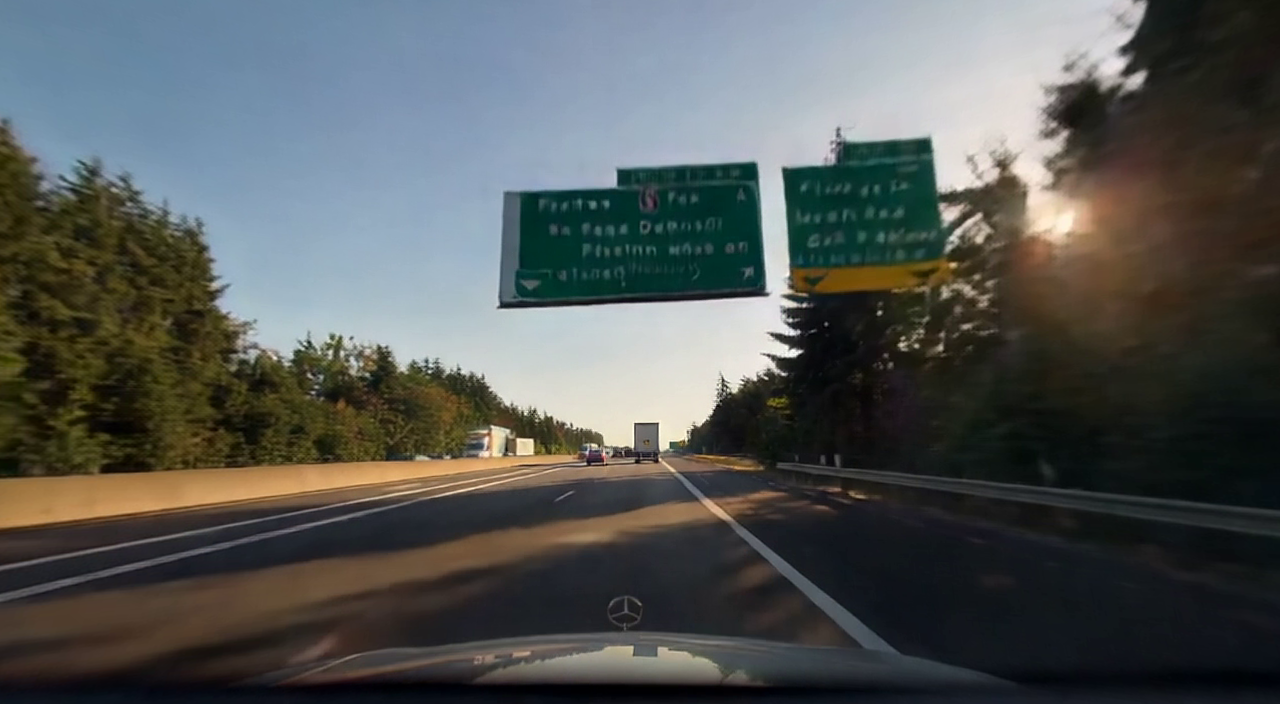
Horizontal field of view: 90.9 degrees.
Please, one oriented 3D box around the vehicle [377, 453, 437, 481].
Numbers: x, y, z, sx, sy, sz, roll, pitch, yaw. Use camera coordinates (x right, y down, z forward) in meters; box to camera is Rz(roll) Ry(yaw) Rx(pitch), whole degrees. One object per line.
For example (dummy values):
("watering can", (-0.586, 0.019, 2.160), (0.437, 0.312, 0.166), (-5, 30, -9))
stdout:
("vehicle", (-13.051, 6.445, 35.527), (1.803, 1.419, 3.997), (0, -9, 0))
